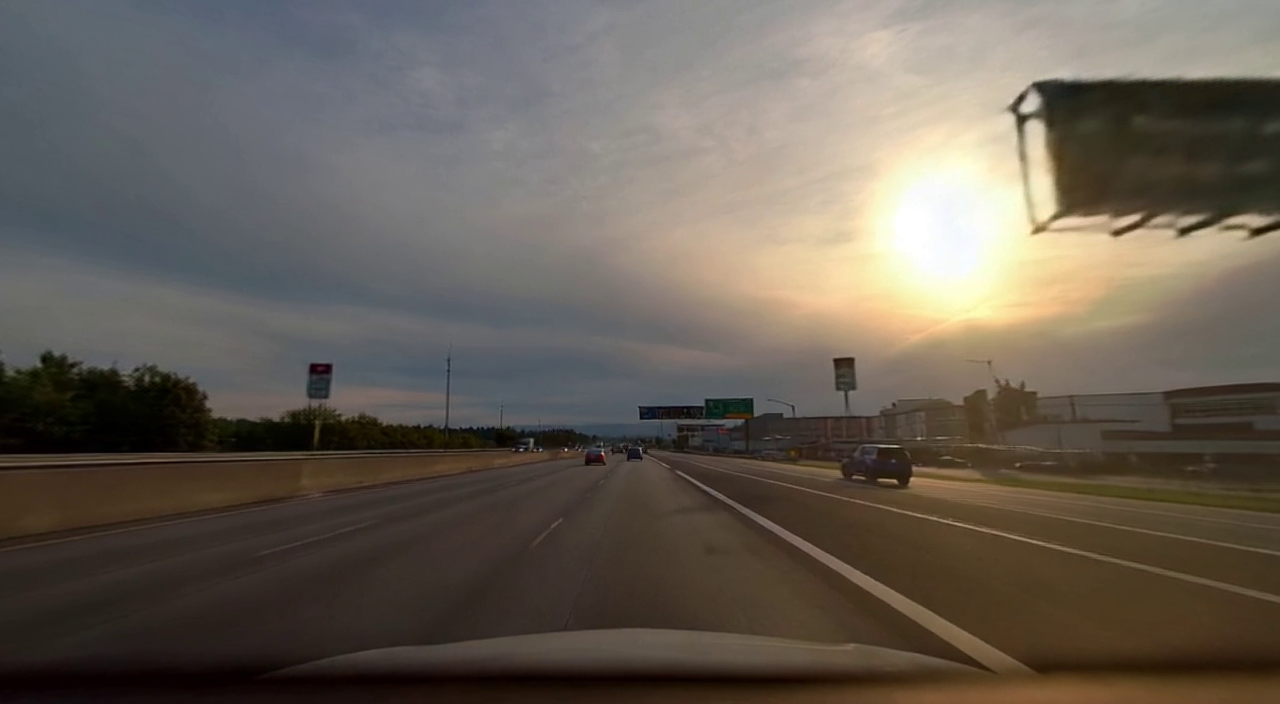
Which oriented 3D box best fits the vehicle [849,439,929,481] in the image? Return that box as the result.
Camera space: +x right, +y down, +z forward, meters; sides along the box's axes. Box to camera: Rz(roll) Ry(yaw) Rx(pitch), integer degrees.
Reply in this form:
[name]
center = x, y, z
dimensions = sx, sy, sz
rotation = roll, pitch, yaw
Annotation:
[vehicle]
center = 14.846, 6.460, 38.075
dimensions = 2.411, 2.326, 5.300
rotation = 0, -9, -3
